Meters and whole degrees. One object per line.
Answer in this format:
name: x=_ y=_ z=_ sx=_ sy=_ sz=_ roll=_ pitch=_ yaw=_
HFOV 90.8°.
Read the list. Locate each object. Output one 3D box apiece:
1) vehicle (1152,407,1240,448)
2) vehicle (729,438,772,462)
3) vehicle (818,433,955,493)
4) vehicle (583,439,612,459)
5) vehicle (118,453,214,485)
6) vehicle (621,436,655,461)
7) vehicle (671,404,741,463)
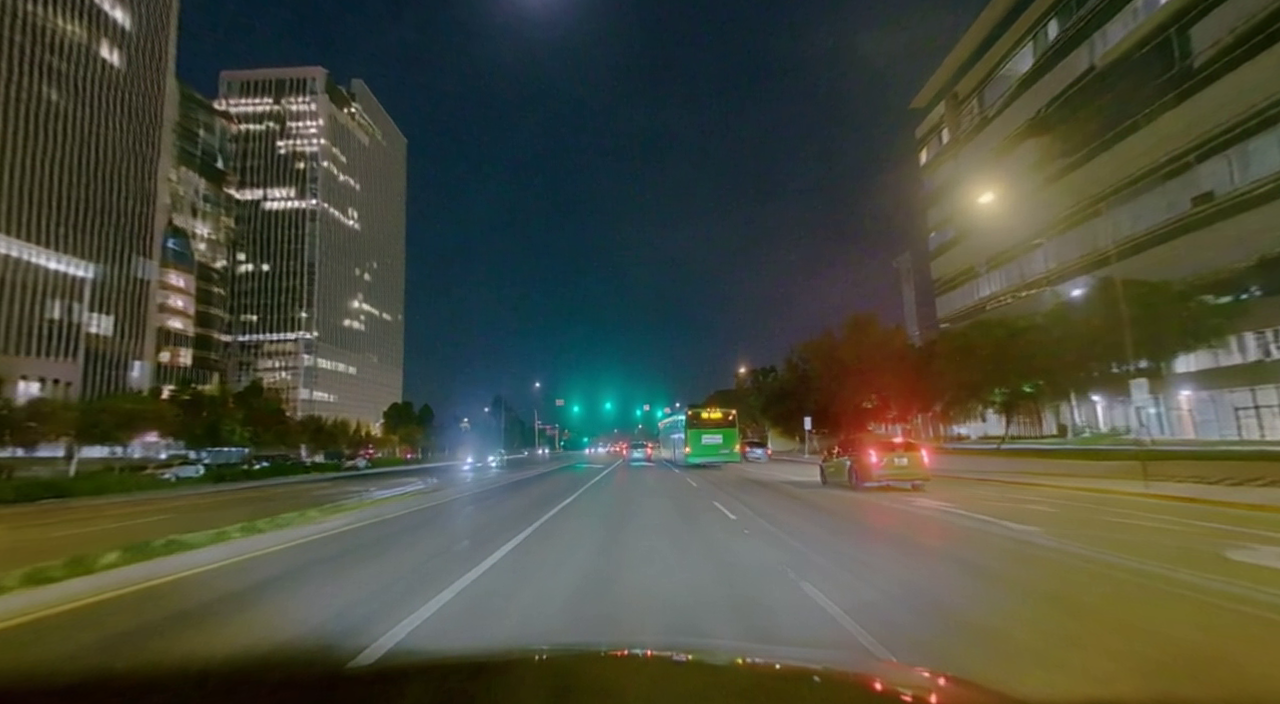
vehicle: x=42.937 y=5.918 z=48.958 sx=2.477 sy=2.965 sz=4.646 roll=0 pitch=-9 yaw=1
vehicle: x=7.187 y=6.385 z=41.416 sx=1.886 sy=1.474 sz=4.495 roll=0 pitch=-9 yaw=-2
vehicle: x=6.679 y=3.051 z=17.737 sx=1.992 sy=1.447 sz=4.414 roll=0 pitch=-9 yaw=-1
vehicle: x=-3.308 y=7.625 z=49.674 sx=1.990 sy=1.480 sz=3.941 roll=0 pitch=-9 yaw=-1
vehicle: x=-29.079 y=7.145 z=38.984 sx=2.039 sy=1.777 sz=5.029 roll=0 pitch=-9 yaw=0
vehicle: x=-0.116 y=6.454 z=42.170 sx=2.145 sy=1.572 sz=4.021 roll=0 pitch=-9 yaw=0
vehicle: x=4.001 y=5.343 z=40.667 sx=2.760 sy=3.325 sz=9.045 roll=1 pitch=-9 yaw=-5
